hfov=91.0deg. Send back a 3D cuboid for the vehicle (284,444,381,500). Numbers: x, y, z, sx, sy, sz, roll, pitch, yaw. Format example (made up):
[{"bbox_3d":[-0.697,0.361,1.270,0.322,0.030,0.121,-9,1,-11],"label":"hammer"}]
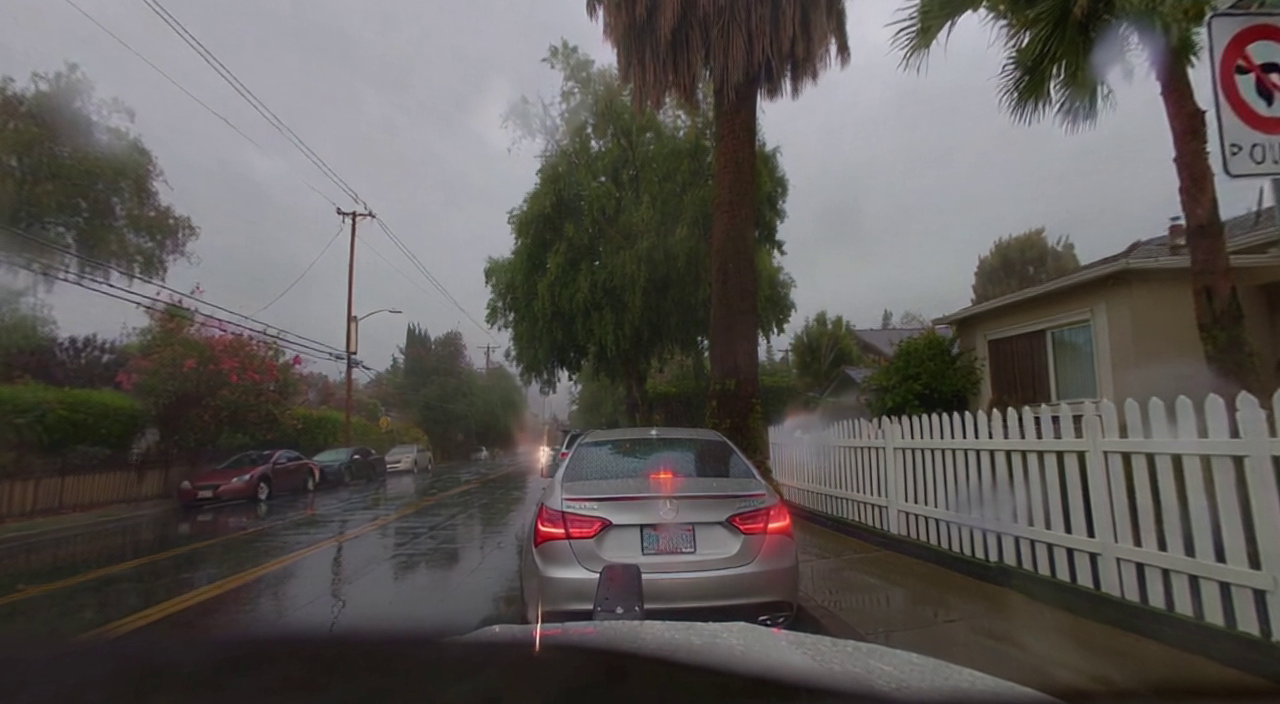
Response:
[{"bbox_3d":[-12.163,4.712,25.262,2.048,1.485,4.757,-4,-4,-7],"label":"vehicle"}]

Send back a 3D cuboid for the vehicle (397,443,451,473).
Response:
[{"bbox_3d":[-13.181,6.464,38.702,2.060,1.689,4.999,1,-8,-7],"label":"vehicle"}]

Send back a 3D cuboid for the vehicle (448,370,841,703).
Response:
[{"bbox_3d":[-0.135,1.218,4.996,1.894,1.695,3.795,1,-8,-5],"label":"vehicle"}]

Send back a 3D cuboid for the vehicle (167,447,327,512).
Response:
[{"bbox_3d":[-11.402,3.665,18.791,2.017,1.627,5.039,1,-8,-7],"label":"vehicle"}]
